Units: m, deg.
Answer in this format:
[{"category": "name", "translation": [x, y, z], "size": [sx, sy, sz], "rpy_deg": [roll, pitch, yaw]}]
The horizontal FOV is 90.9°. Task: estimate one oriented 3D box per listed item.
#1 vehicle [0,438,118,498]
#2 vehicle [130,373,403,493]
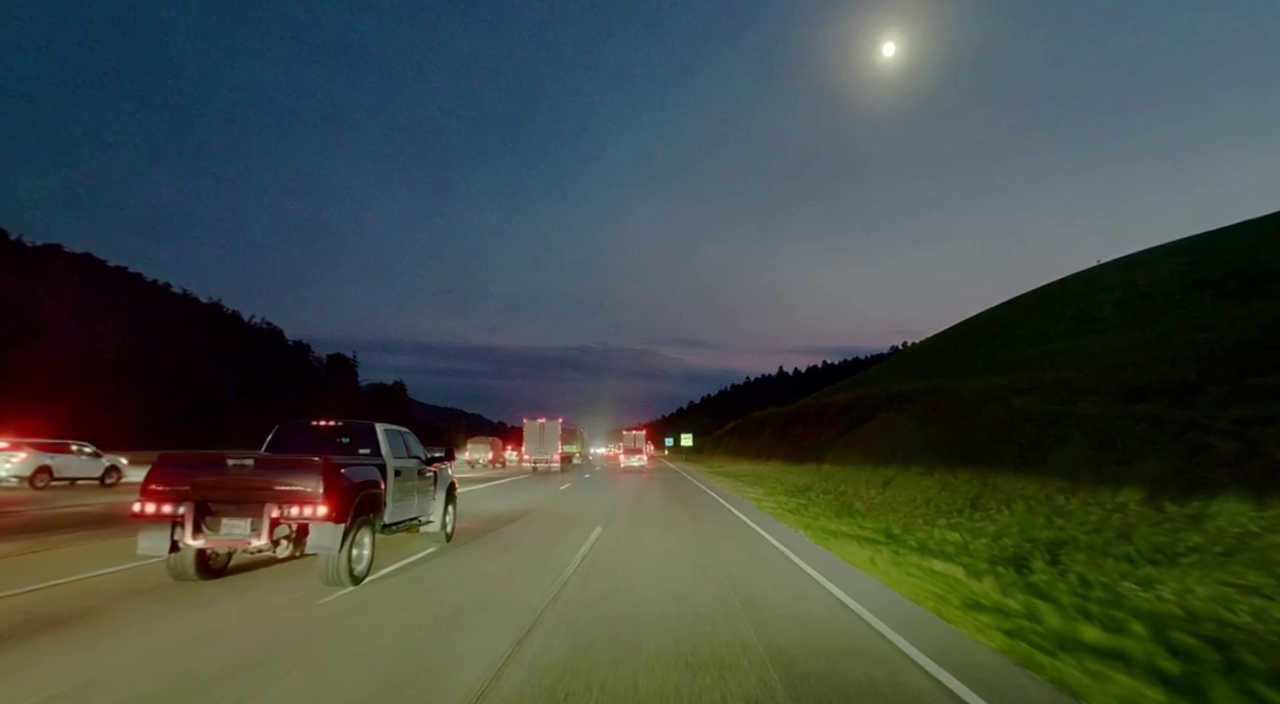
[{"category": "vehicle", "translation": [-18.107, 3.359, 18.414], "size": [1.856, 1.628, 4.109], "rpy_deg": [-1, -9, 7]}, {"category": "vehicle", "translation": [-13.481, 3.332, 24.837], "size": [2.745, 3.617, 11.590], "rpy_deg": [-1, -9, 5]}]
